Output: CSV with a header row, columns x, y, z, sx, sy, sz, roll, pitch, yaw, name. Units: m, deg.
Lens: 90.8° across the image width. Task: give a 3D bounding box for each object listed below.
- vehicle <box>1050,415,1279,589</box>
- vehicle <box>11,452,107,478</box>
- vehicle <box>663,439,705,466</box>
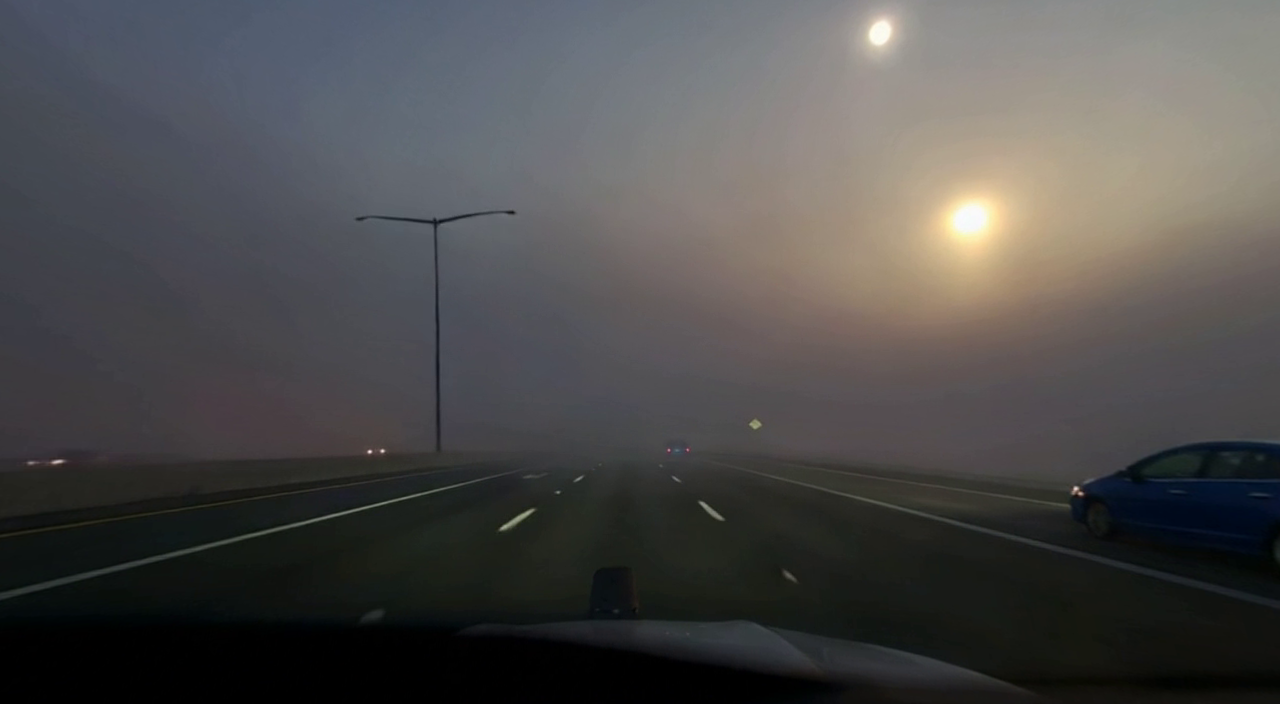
x,y,z,sx,sy,sz,roll,pitch,yaw,name
6.791,1.412,6.148,2.227,1.522,5.041,0,-8,0,vehicle
-35.997,6.970,39.303,1.999,1.489,4.209,0,-8,0,vehicle
2.702,6.323,39.874,2.270,1.615,3.770,0,-8,-1,vehicle
